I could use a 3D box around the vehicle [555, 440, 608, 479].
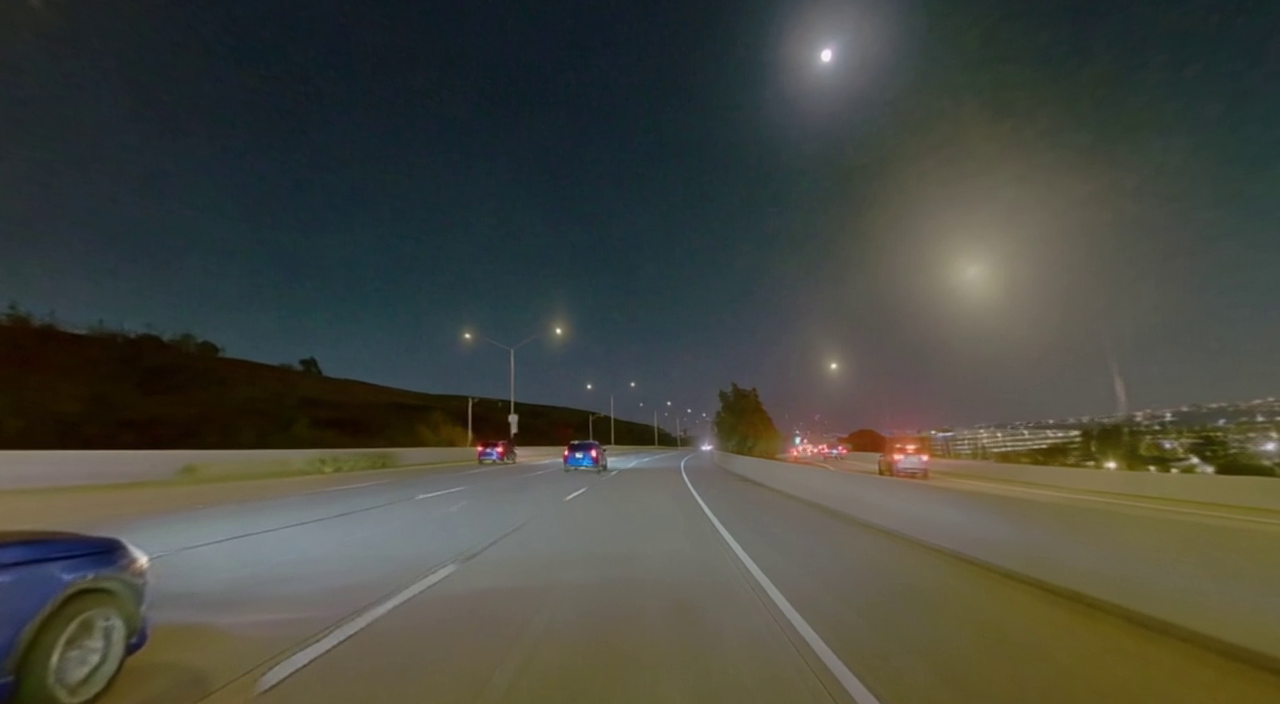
[{"bbox_3d":[-2.820,5.312,31.456,2.028,1.782,4.150,-1,-8,4],"label":"vehicle"}]

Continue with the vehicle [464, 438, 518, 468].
[{"bbox_3d":[-9.435,6.414,40.295,2.039,1.746,4.528,-1,-8,5],"label":"vehicle"}]
